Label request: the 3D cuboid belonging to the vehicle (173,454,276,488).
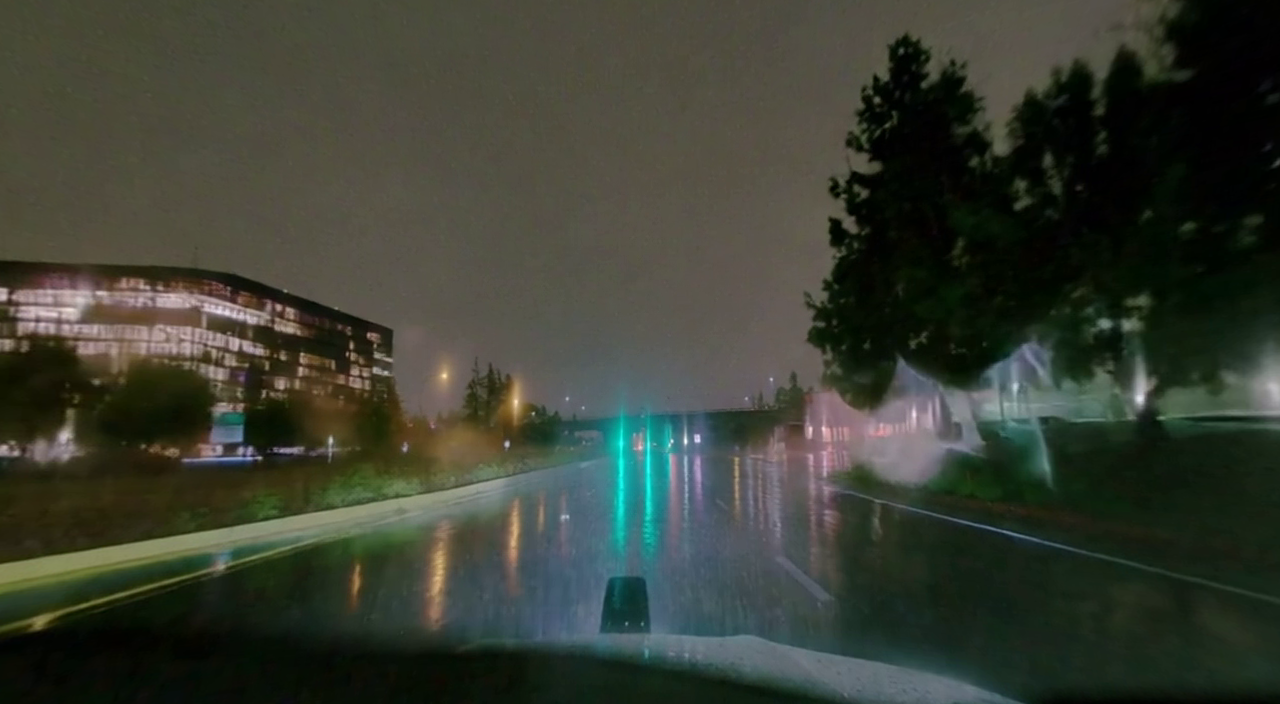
[{"bbox_3d":[-21.523,6.159,32.939,1.945,1.481,5.005,-3,-8,1],"label":"vehicle"}]
